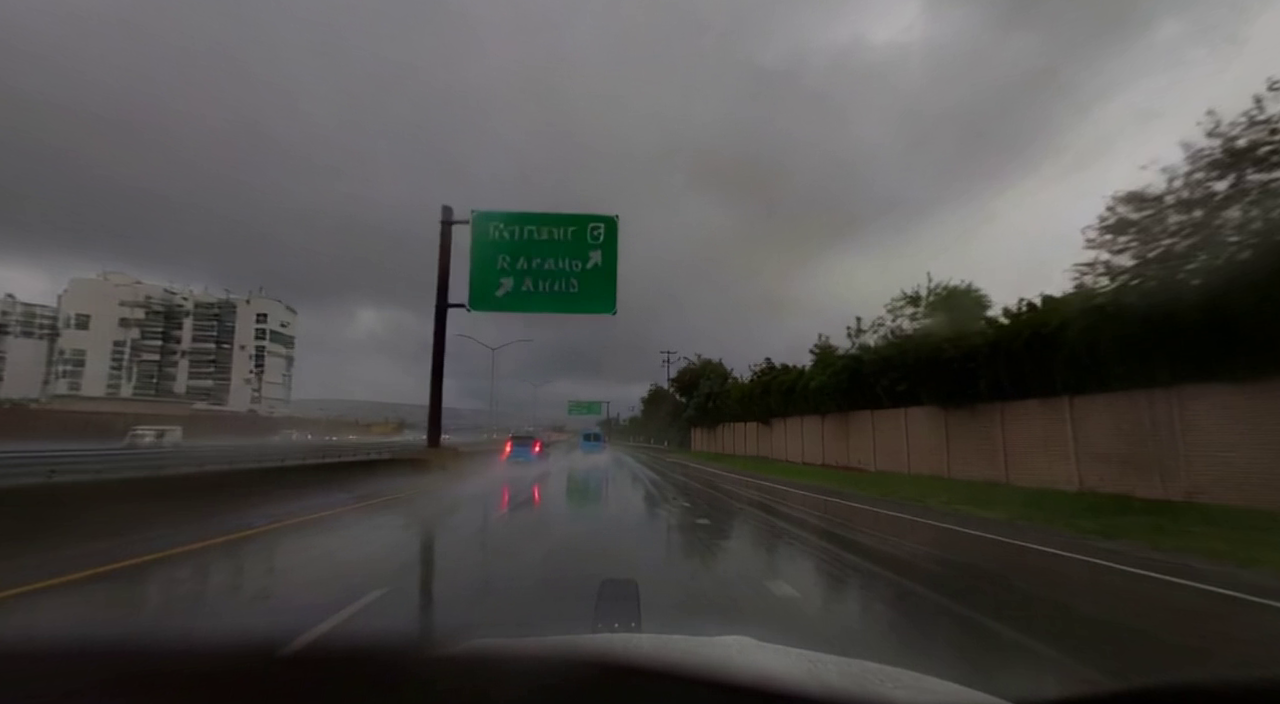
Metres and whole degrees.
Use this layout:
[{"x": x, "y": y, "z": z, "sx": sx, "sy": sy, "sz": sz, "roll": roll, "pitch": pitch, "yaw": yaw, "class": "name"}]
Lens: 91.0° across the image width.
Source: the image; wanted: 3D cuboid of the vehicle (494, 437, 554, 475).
[{"x": -5.114, "y": 4.626, "z": 28.221, "sx": 2.045, "sy": 1.547, "sz": 4.162, "roll": 0, "pitch": -8, "yaw": -2, "class": "vehicle"}]

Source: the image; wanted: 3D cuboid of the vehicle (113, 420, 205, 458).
[{"x": -30.933, "y": 5.622, "z": 40.739, "sx": 2.173, "sy": 2.174, "sz": 5.446, "roll": 4, "pitch": -8, "yaw": -8, "class": "vehicle"}]

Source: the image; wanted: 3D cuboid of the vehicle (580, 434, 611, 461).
[{"x": -3.299, "y": 7.177, "z": 47.324, "sx": 2.260, "sy": 1.901, "sz": 4.665, "roll": 0, "pitch": -8, "yaw": -3, "class": "vehicle"}]
